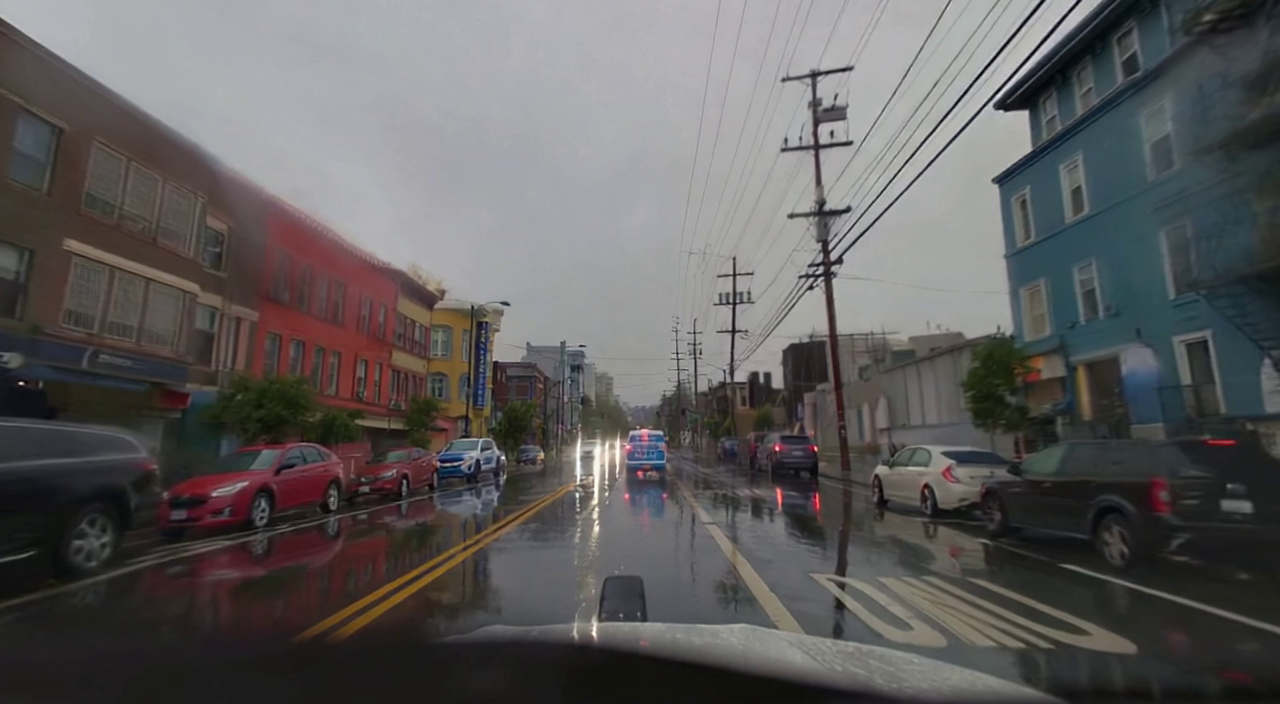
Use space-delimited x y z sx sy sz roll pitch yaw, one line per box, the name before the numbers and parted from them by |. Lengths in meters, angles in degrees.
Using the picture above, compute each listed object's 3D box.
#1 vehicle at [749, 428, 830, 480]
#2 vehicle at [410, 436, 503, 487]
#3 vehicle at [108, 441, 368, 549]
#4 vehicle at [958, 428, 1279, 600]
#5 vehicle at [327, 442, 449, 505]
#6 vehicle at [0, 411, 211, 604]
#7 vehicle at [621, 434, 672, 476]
vehicle | 6.485 4.536 28.313 2.203 2.052 5.975 0 -8 0
vehicle | -7.203 4.307 25.463 2.095 1.847 5.290 0 -8 1
vehicle | -7.307 2.573 12.284 1.884 1.582 4.837 -1 -7 0
vehicle | 6.473 1.903 8.444 2.018 1.630 4.594 0 -8 0
vehicle | -7.244 3.485 18.667 1.928 1.552 4.234 0 -8 -1
vehicle | -7.467 1.577 6.411 2.157 1.901 5.877 -1 -8 0
vehicle | 0.302 4.272 26.376 1.980 1.635 3.795 0 -8 2
